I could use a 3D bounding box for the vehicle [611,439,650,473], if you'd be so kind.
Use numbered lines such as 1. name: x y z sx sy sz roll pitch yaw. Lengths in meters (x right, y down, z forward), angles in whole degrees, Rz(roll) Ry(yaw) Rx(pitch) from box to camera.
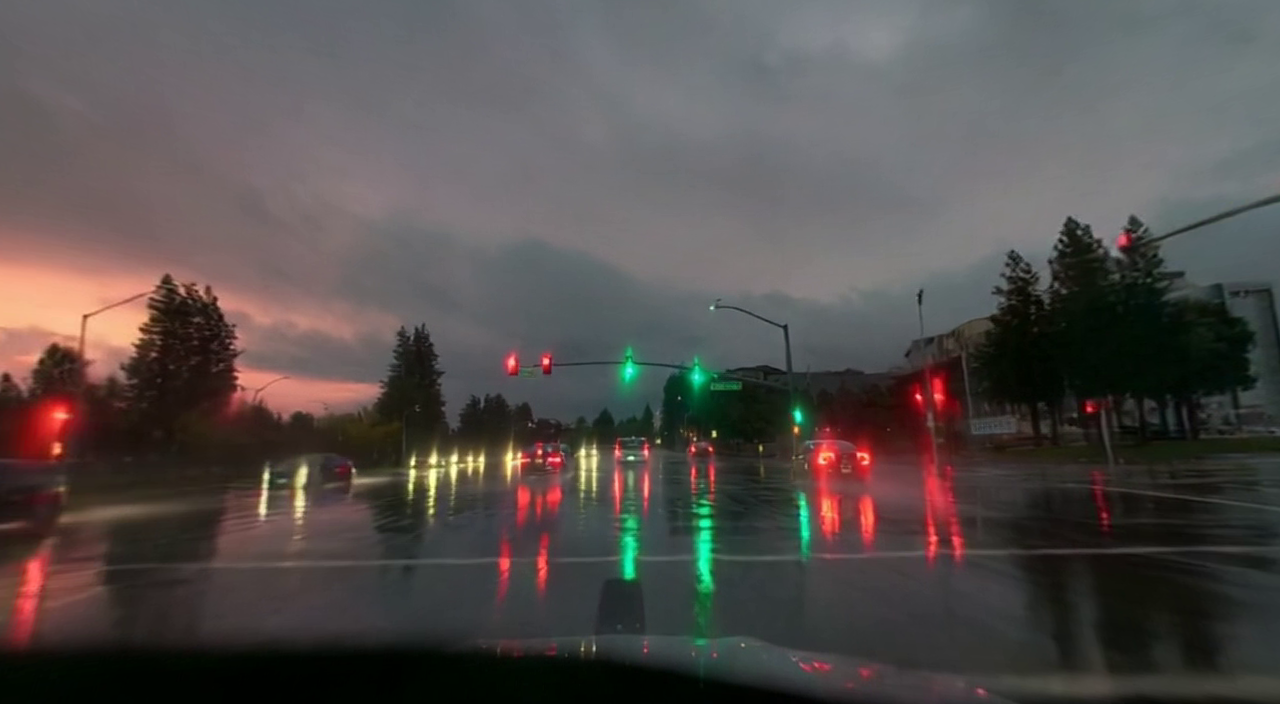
1. vehicle: -0.490 5.586 34.272 2.008 1.716 4.125 0 -8 0

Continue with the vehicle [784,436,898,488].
1. vehicle: 6.234 3.455 20.272 2.028 1.451 4.625 0 -8 -1

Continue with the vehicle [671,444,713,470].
1. vehicle: 3.058 6.275 37.932 2.014 1.430 4.103 0 -8 -2

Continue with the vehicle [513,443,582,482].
1. vehicle: -3.771 4.570 26.480 2.163 1.474 4.413 0 -8 1

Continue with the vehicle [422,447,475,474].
1. vehicle: -12.233 6.916 40.643 1.975 1.450 4.561 -5 -8 -1

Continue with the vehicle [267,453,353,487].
1. vehicle: -15.834 5.653 30.590 1.893 1.429 4.188 0 -8 1
